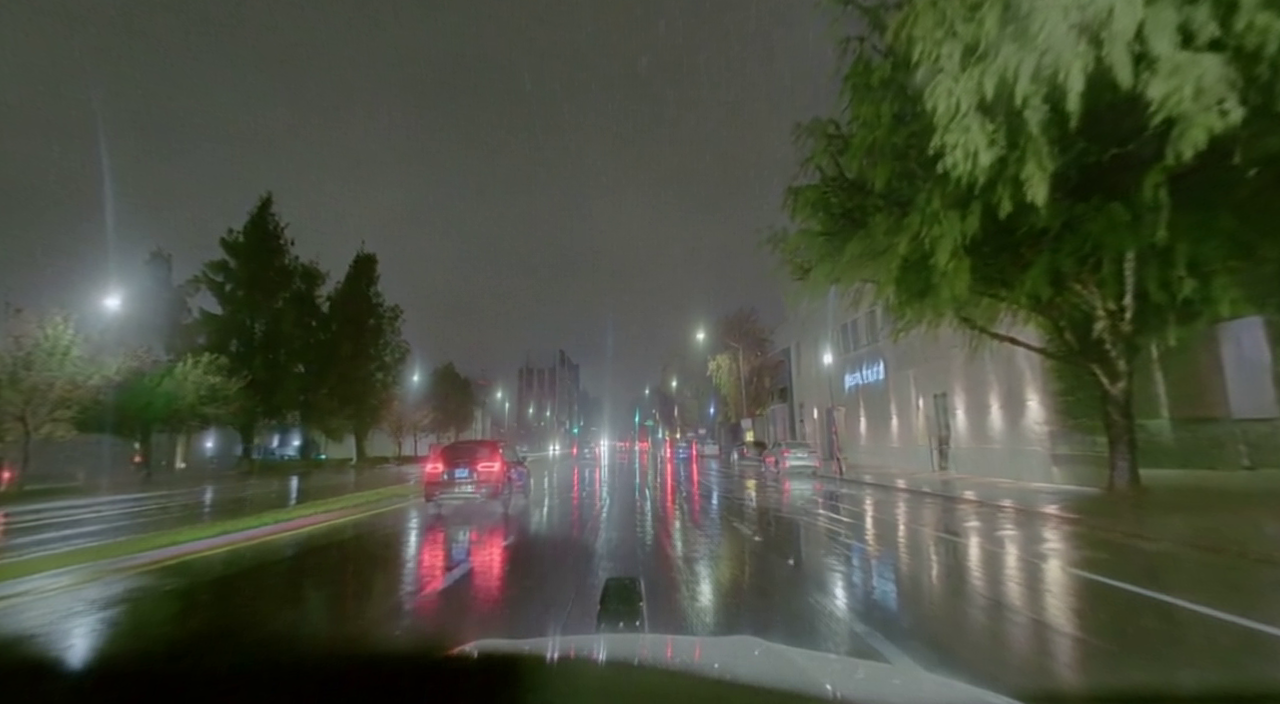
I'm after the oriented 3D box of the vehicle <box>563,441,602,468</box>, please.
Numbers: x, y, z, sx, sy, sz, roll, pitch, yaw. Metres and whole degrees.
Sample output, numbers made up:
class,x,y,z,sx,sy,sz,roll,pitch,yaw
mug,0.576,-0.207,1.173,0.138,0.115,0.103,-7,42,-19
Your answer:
class,x,y,z,sx,sy,sz,roll,pitch,yaw
vehicle,-3.816,6.916,42.652,2.145,1.694,4.642,0,-8,1

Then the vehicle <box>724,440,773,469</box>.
class,x,y,z,sx,sy,sz,roll,pitch,yaw
vehicle,6.439,6.162,38.101,1.983,1.618,4.108,0,-9,-4

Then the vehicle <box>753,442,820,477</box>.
class,x,y,z,sx,sy,sz,roll,pitch,yaw
vehicle,6.649,4.911,29.199,1.896,1.479,4.416,0,-9,-2

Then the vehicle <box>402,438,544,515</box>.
class,x,y,z,sx,sy,sz,roll,pitch,yaw
vehicle,-3.605,2.771,14.613,2.060,1.466,4.387,0,-9,0

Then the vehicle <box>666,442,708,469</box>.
class,x,y,z,sx,sy,sz,roll,pitch,yaw
vehicle,2.665,5.968,36.585,1.961,1.482,4.538,0,-9,-2

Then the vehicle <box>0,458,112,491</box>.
class,x,y,z,sx,sy,sz,roll,pitch,yaw
vehicle,-29.360,6.051,31.329,4.604,1.498,1.899,0,-9,1
